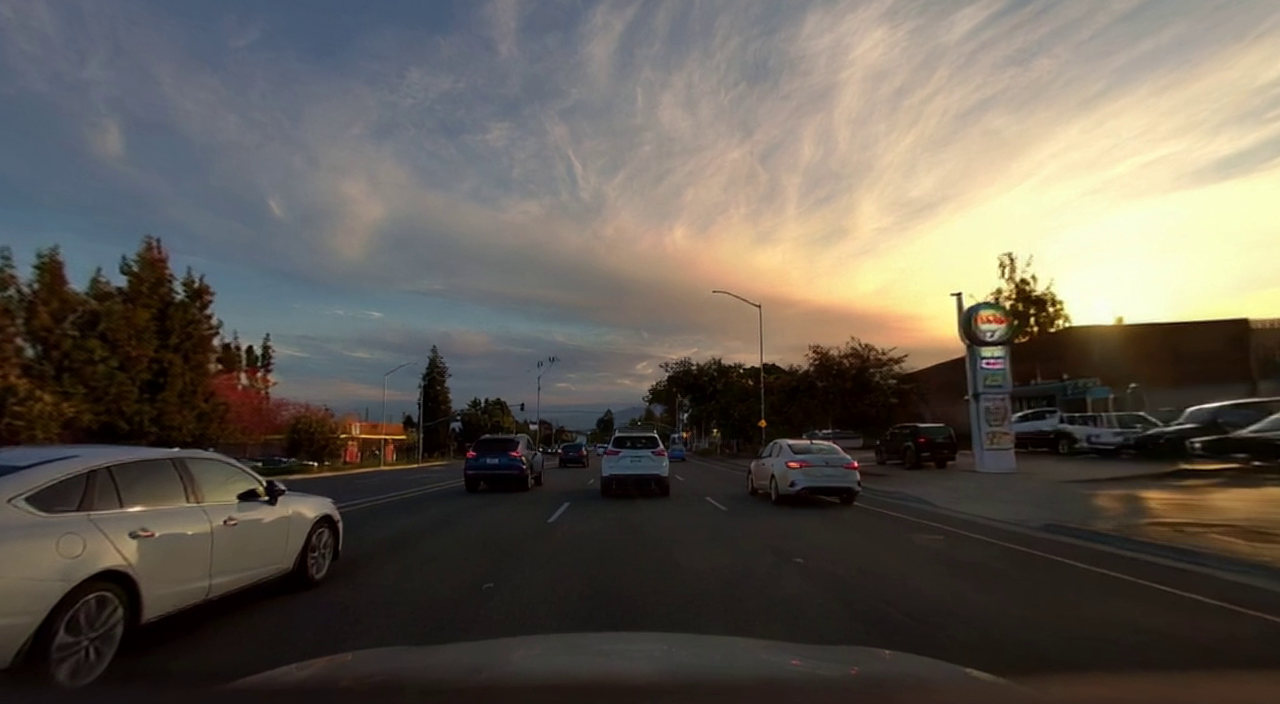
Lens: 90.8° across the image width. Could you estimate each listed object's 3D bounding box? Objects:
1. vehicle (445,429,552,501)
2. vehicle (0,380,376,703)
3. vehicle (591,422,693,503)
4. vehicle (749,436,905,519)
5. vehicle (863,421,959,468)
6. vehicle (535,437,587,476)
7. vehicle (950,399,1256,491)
[{"bbox_3d":[-3.689,3.024,17.297,1.932,1.695,4.150,0,-8,1],"label":"vehicle"},{"bbox_3d":[-3.601,1.161,4.322,1.864,1.574,4.031,0,-8,-1],"label":"vehicle"},{"bbox_3d":[0.031,2.790,16.348,2.279,1.803,4.254,0,-8,0],"label":"vehicle"},{"bbox_3d":[3.777,2.602,13.734,1.888,1.456,4.589,0,-8,-2],"label":"vehicle"},{"bbox_3d":[11.882,4.113,28.112,2.102,1.887,4.673,0,-8,-1],"label":"vehicle"},{"bbox_3d":[-3.581,4.802,29.303,1.871,1.673,3.920,0,-8,0],"label":"vehicle"},{"bbox_3d":[11.759,2.472,16.593,5.966,1.991,2.353,-8,-11,39],"label":"vehicle"}]
